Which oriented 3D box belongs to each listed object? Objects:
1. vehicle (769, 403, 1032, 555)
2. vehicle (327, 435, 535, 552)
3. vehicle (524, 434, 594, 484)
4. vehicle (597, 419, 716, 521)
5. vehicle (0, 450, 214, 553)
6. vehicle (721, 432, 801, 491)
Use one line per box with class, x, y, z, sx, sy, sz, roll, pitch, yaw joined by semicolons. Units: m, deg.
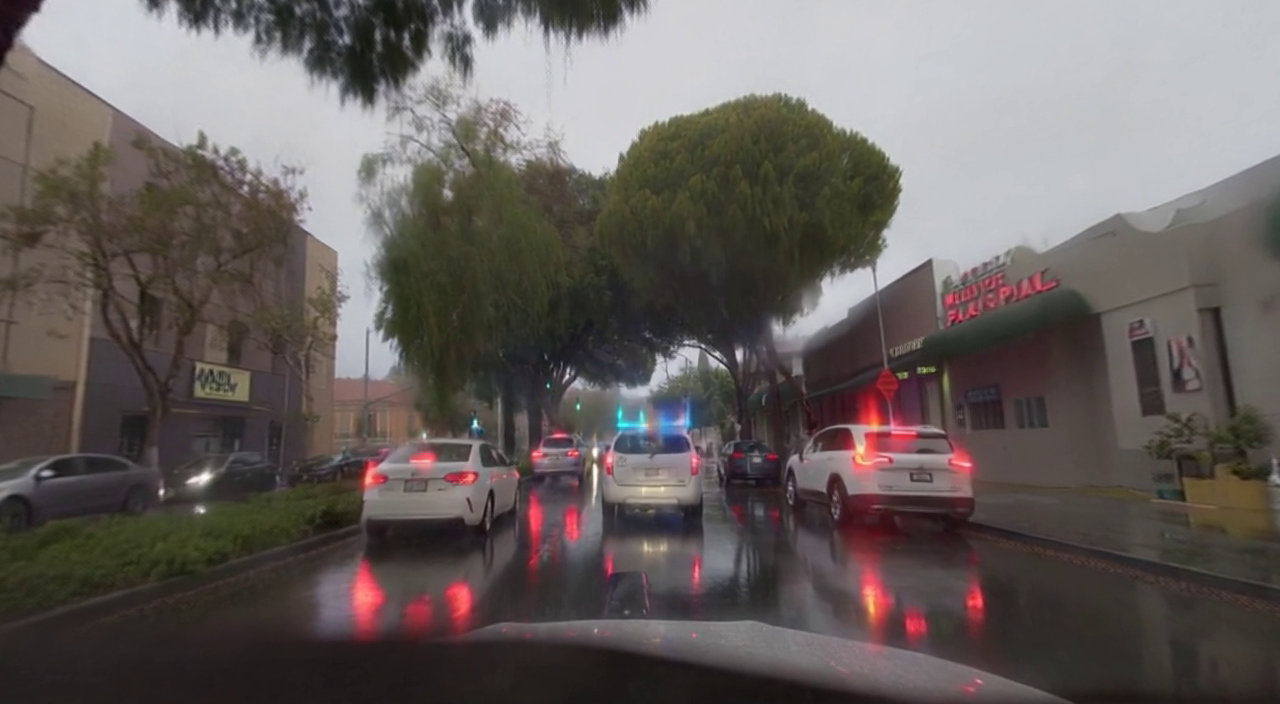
vehicle;3.988;2.070;11.100;2.038;1.865;5.786;3;-9;-2
vehicle;-3.037;2.129;10.250;1.908;1.474;4.257;0;-8;0
vehicle;-3.085;4.201;25.024;2.135;1.806;4.514;0;-8;1
vehicle;0.290;2.354;13.061;2.075;1.770;4.018;0;-8;0
vehicle;-10.639;2.606;11.770;2.041;1.500;4.684;0;-8;0
vehicle;4.057;3.739;21.908;2.025;1.813;4.372;0;-8;2
